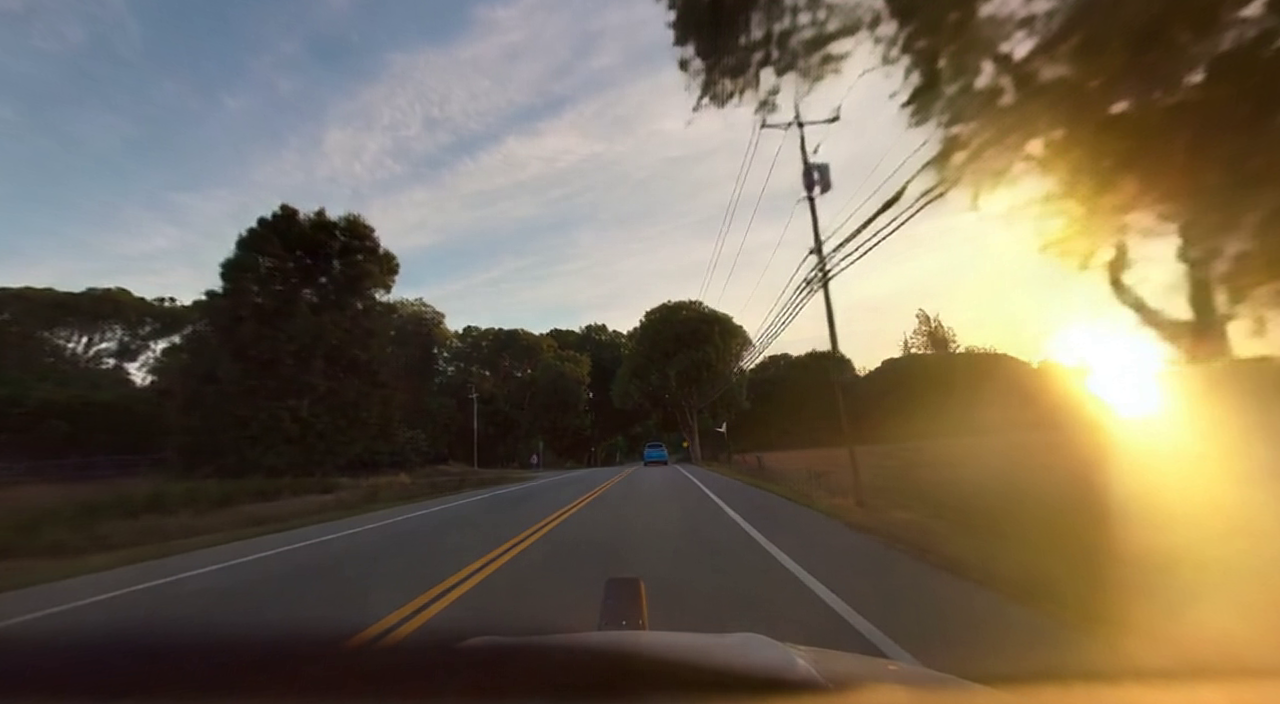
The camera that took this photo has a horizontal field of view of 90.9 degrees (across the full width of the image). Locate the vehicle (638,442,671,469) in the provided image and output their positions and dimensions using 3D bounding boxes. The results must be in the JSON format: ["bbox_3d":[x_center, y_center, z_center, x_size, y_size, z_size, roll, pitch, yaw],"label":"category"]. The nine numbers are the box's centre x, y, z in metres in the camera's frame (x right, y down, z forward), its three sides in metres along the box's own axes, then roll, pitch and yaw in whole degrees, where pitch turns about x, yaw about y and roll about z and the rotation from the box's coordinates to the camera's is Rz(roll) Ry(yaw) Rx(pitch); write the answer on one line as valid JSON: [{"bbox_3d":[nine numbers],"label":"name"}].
[{"bbox_3d":[1.086,8.081,49.367,2.468,2.056,4.422,0,-9,1],"label":"vehicle"}]
